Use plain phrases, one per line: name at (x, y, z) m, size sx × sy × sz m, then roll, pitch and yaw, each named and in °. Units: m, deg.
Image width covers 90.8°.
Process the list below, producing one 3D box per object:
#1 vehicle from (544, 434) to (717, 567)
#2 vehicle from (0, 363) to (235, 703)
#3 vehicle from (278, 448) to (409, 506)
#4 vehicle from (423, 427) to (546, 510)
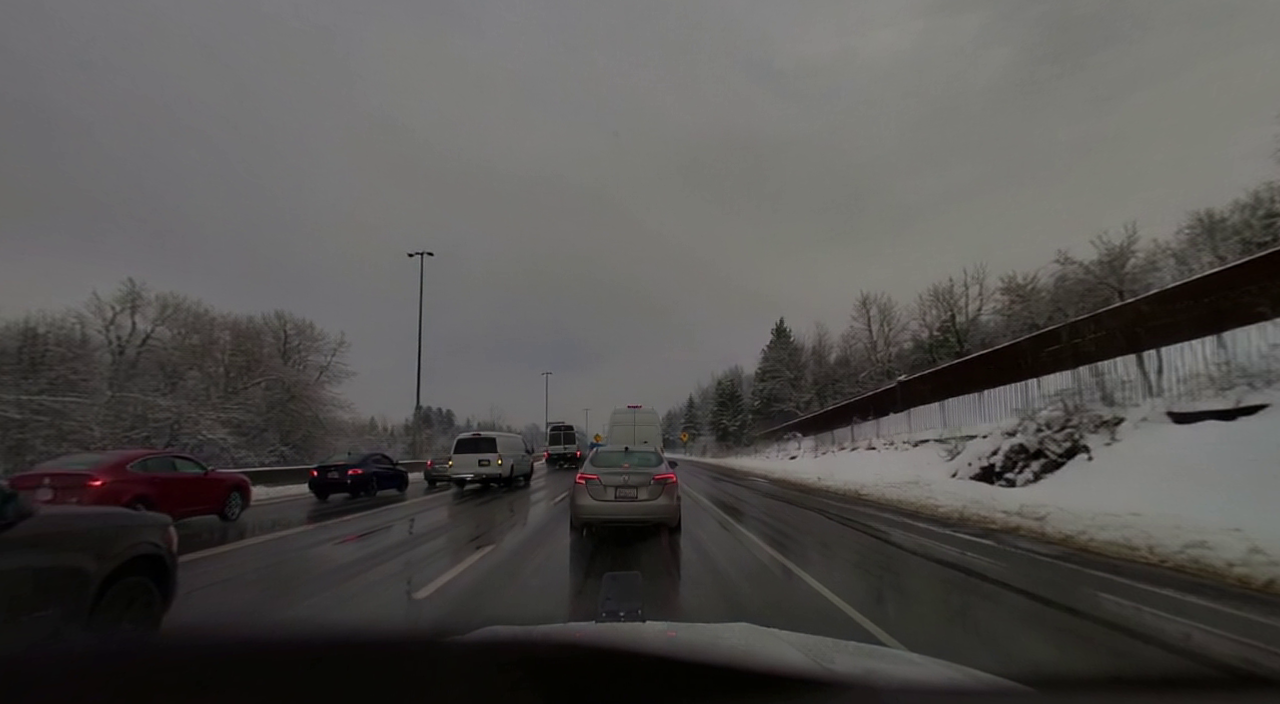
vehicle at (-0.138, 1.981, 9.036) m, size 1.995 × 1.495 × 3.380 m, roll 0°, pitch -9°, yaw -1°
vehicle at (-3.626, 0.761, 1.765) m, size 2.029 × 1.656 × 4.437 m, roll 0°, pitch -9°, yaw 0°
vehicle at (-8.395, 3.543, 18.276) m, size 1.826 × 1.465 × 3.916 m, roll 0°, pitch -9°, yaw 1°
vehicle at (-4.020, 3.112, 17.258) m, size 2.055 × 1.913 × 4.584 m, roll -1°, pitch -9°, yaw 2°
